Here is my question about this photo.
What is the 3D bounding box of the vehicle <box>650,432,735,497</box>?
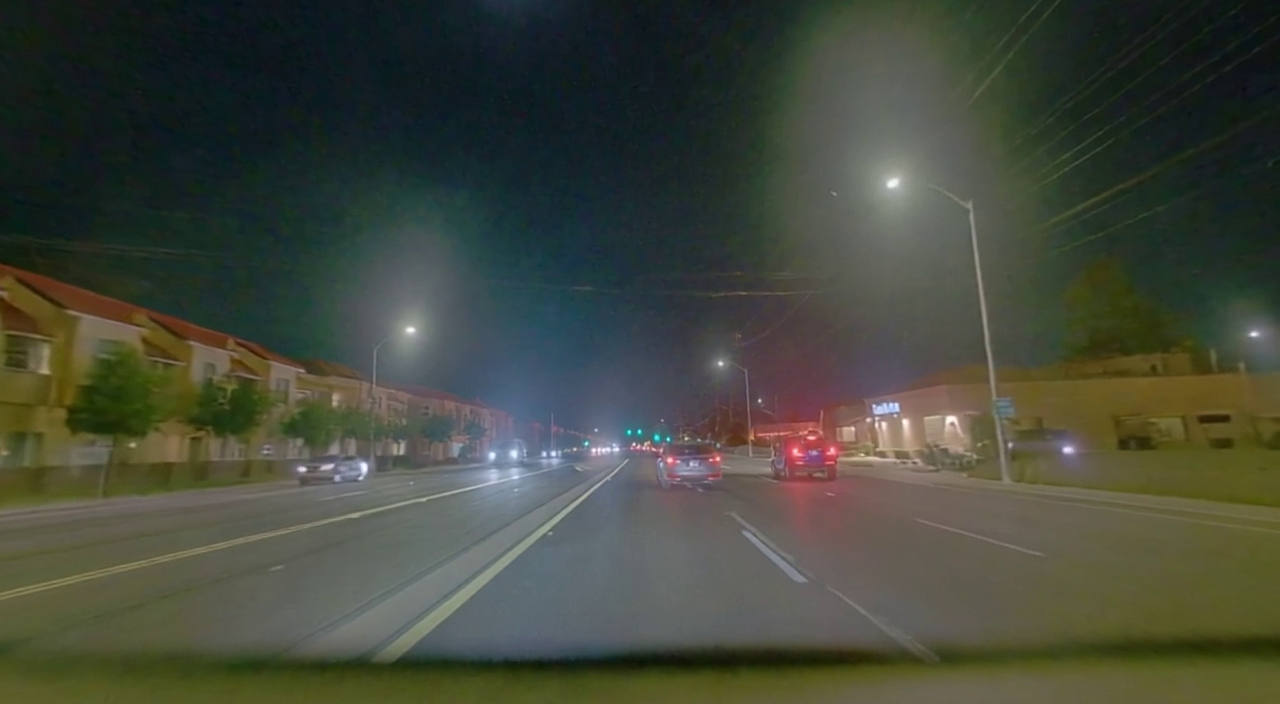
[{"bbox_3d":[1.455,3.355,19.124,2.138,1.702,4.168,0,-9,-1],"label":"vehicle"}]

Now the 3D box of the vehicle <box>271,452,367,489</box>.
[{"bbox_3d":[-14.693,5.434,29.200,1.980,1.513,4.583,-1,-9,1],"label":"vehicle"}]

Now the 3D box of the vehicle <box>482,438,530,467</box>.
[{"bbox_3d":[-10.413,7.907,49.559,2.423,2.132,5.881,-1,-9,0],"label":"vehicle"}]

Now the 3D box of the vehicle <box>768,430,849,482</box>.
[{"bbox_3d":[6.670,4.189,25.451,2.061,1.889,4.268,0,-9,0],"label":"vehicle"}]
